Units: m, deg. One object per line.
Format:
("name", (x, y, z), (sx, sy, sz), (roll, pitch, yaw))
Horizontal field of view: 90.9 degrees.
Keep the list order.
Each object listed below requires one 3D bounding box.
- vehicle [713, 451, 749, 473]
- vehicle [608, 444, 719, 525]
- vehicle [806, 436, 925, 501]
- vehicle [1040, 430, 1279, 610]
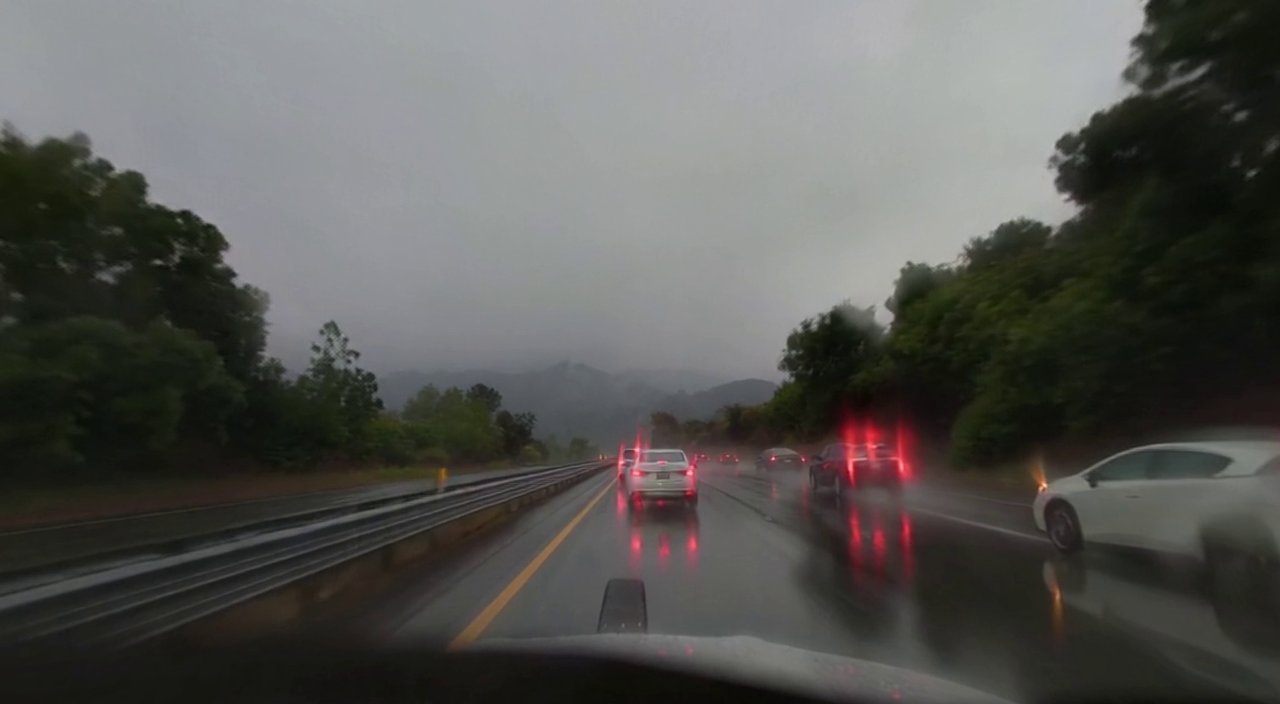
("vehicle", (6.376, 7.743, 44.560), (1.921, 1.451, 3.841), (0, -9, -1))
("vehicle", (0.437, 2.804, 13.804), (2.076, 1.485, 3.774), (0, -9, 0))
("vehicle", (6.635, 3.481, 19.138), (1.980, 1.702, 4.235), (0, -9, -1))
("vehicle", (6.298, 1.548, 6.229), (1.965, 1.484, 4.090), (0, -9, 0))
